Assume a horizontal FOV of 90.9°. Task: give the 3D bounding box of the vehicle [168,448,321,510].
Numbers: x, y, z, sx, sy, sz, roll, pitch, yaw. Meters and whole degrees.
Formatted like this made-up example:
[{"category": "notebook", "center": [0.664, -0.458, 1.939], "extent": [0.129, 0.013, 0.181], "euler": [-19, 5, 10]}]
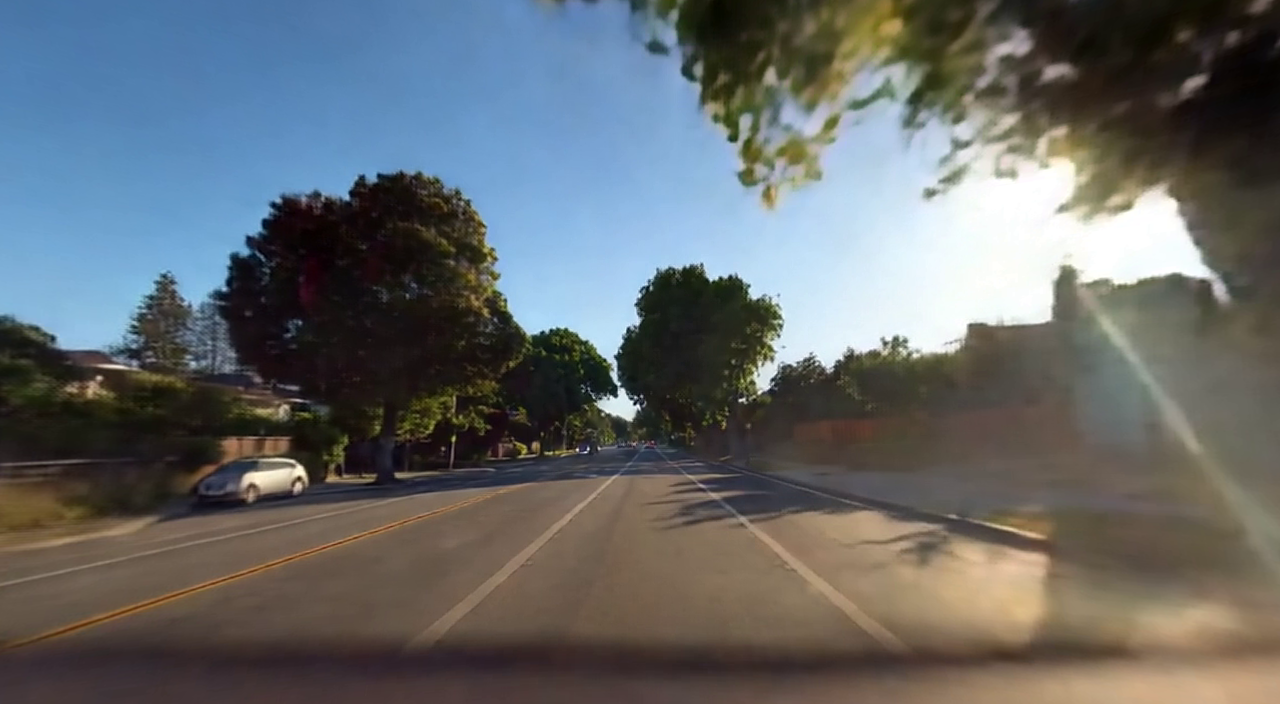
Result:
[{"category": "vehicle", "center": [-12.519, 3.996, 20.428], "extent": [1.921, 1.611, 4.713], "euler": [-3, -8, 1]}]
